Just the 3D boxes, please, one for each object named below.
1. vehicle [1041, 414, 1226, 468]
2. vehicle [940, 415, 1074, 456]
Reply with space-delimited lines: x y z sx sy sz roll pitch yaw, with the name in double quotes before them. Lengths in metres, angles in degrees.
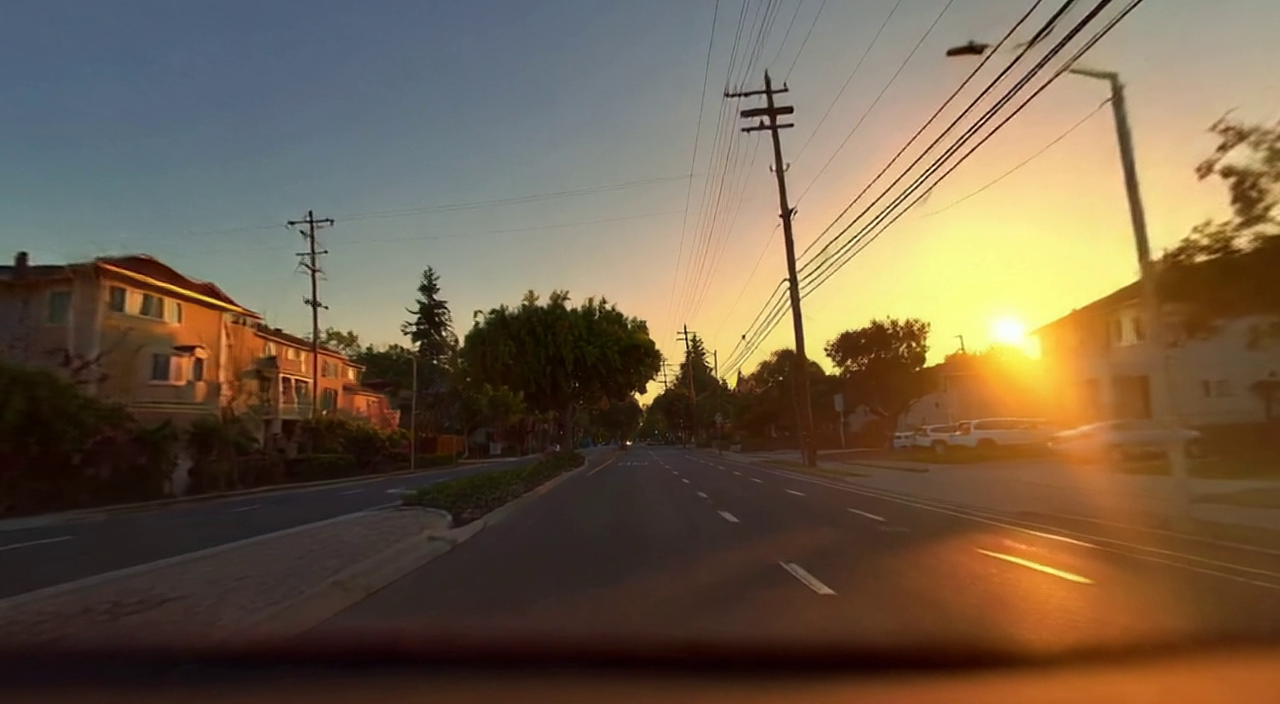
"vehicle" 16.680 3.033 21.551 4.560 1.725 2.096 0 -8 -2
"vehicle" 16.808 3.866 29.133 4.833 1.786 2.136 0 -8 -1
